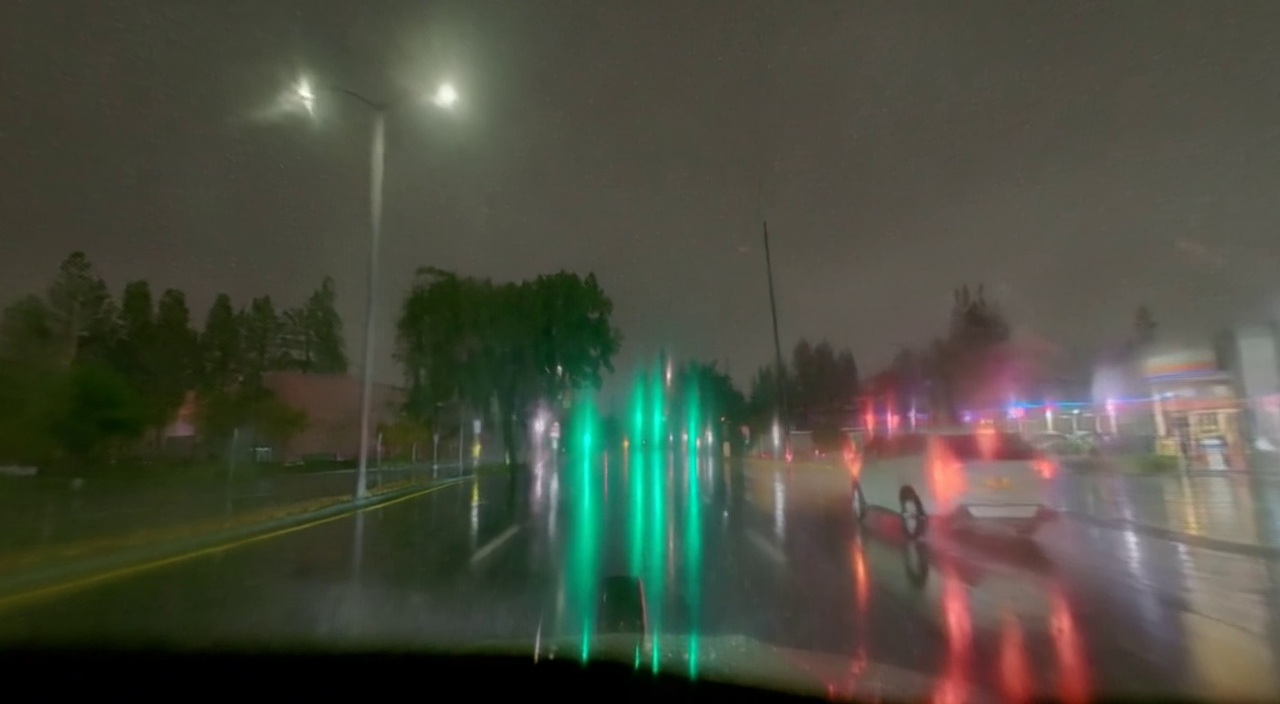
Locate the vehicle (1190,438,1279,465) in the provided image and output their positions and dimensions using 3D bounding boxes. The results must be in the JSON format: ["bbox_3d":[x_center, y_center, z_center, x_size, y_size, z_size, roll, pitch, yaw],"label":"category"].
[{"bbox_3d":[34.023,5.588,35.615,4.182,1.473,1.840,0,-8,1],"label":"vehicle"}]

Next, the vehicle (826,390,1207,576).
[{"bbox_3d":[4.552,1.692,8.966,2.245,1.864,5.076,0,-8,0],"label":"vehicle"}]
